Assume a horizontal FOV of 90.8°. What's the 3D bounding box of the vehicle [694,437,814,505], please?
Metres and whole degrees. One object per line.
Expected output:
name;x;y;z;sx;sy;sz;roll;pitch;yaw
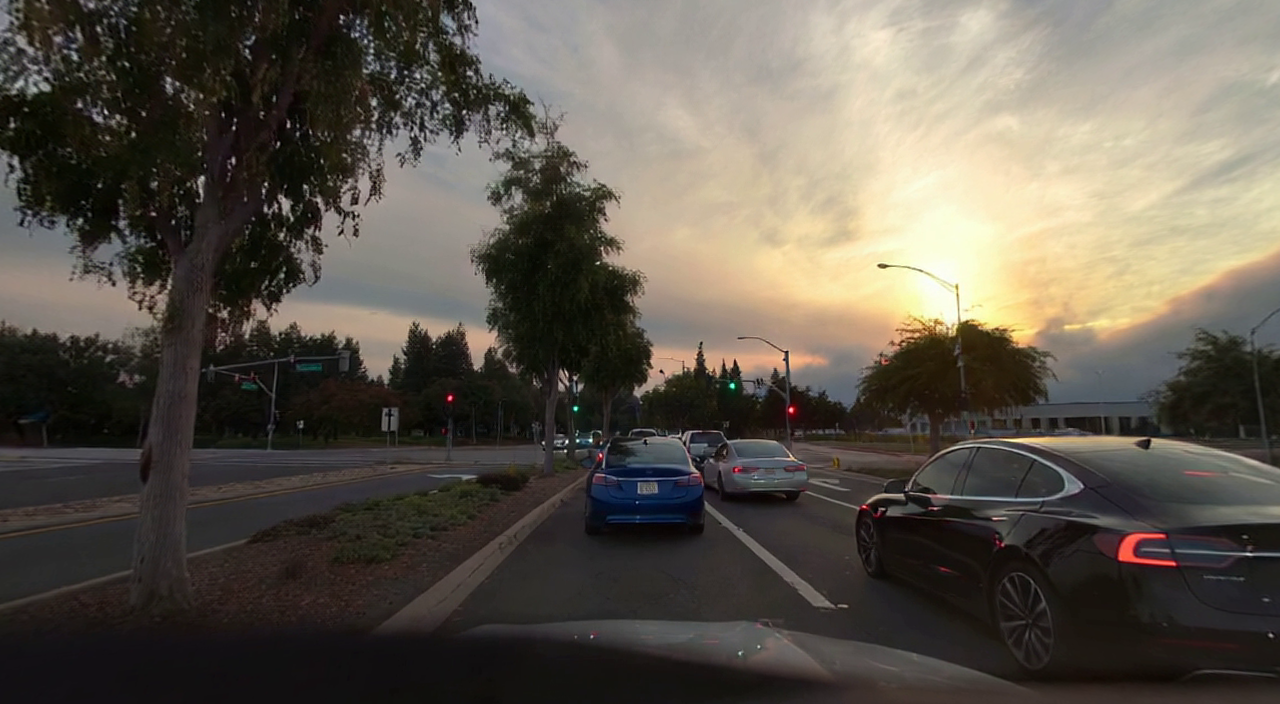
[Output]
vehicle;2.687;2.931;16.029;2.058;1.466;4.208;0;-8;-3

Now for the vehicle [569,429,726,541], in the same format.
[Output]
vehicle;0.021;2.134;10.821;2.147;1.499;4.240;0;-8;-2

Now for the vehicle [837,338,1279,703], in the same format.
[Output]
vehicle;3.191;1.105;4.306;2.167;1.676;4.443;0;-8;-1

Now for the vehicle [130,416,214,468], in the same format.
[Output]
vehicle;-29.299;5.654;39.688;2.608;2.990;3.026;2;-8;2

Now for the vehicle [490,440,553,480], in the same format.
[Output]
vehicle;-4.647;4.307;25.407;1.972;1.457;4.171;0;-8;-4
